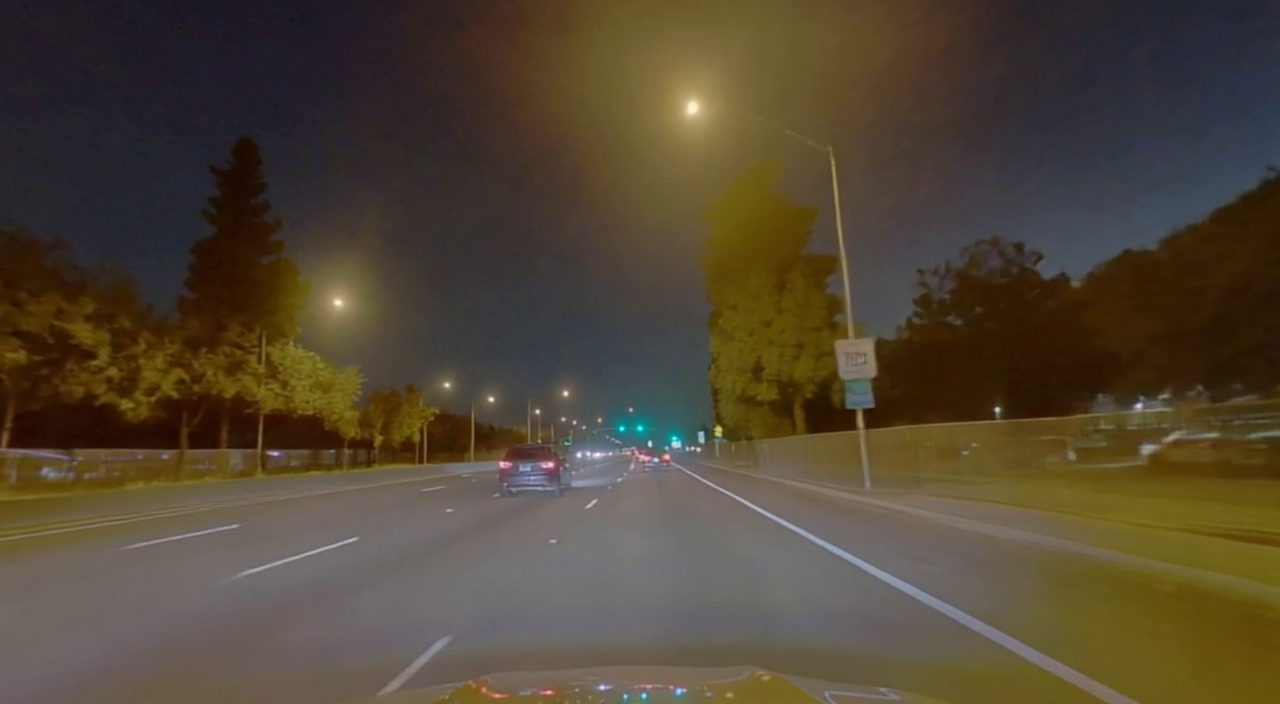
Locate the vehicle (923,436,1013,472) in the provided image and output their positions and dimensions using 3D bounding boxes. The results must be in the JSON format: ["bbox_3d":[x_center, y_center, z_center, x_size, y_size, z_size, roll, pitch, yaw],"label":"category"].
[{"bbox_3d":[14.633,4.498,28.073,4.830,1.459,2.041,8,-12,-44],"label":"vehicle"}]

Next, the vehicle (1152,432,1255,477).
[{"bbox_3d":[19.681,3.533,21.984,4.562,1.392,2.048,7,-11,-41],"label":"vehicle"}]

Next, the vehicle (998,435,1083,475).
[{"bbox_3d":[16.185,4.112,25.435,2.131,1.437,4.325,-7,-11,41],"label":"vehicle"}]

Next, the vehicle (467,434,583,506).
[{"bbox_3d":[-2.949,3.137,17.309,2.105,1.676,4.541,-1,-8,3],"label":"vehicle"}]

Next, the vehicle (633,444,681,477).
[{"bbox_3d":[0.836,5.275,30.902,2.147,1.474,4.083,0,-8,2],"label":"vehicle"}]

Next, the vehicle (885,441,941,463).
[{"bbox_3d":[19.146,6.978,44.205,4.404,1.469,1.947,8,-12,-43],"label":"vehicle"}]

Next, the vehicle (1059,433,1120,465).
[{"bbox_3d":[26.548,5.684,37.253,4.534,1.729,1.975,7,-10,-44],"label":"vehicle"}]
